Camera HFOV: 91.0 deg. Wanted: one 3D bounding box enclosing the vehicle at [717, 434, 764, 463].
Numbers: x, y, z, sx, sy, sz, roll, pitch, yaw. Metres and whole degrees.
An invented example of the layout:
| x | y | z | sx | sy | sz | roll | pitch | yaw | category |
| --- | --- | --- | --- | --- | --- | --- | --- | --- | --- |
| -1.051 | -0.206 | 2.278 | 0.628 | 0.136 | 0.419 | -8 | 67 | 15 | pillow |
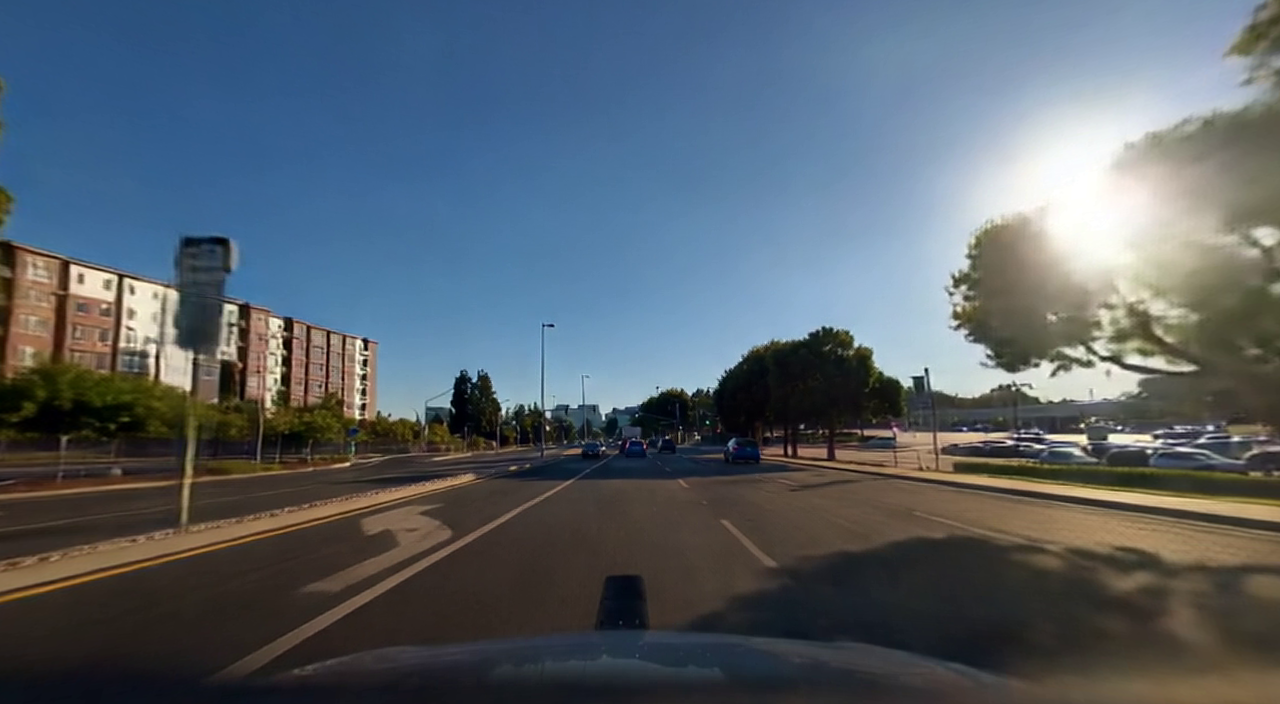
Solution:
| x | y | z | sx | sy | sz | roll | pitch | yaw | category |
| --- | --- | --- | --- | --- | --- | --- | --- | --- | --- |
| 6.600 | 6.423 | 41.778 | 2.136 | 1.799 | 4.796 | 1 | -9 | -2 | vehicle |
